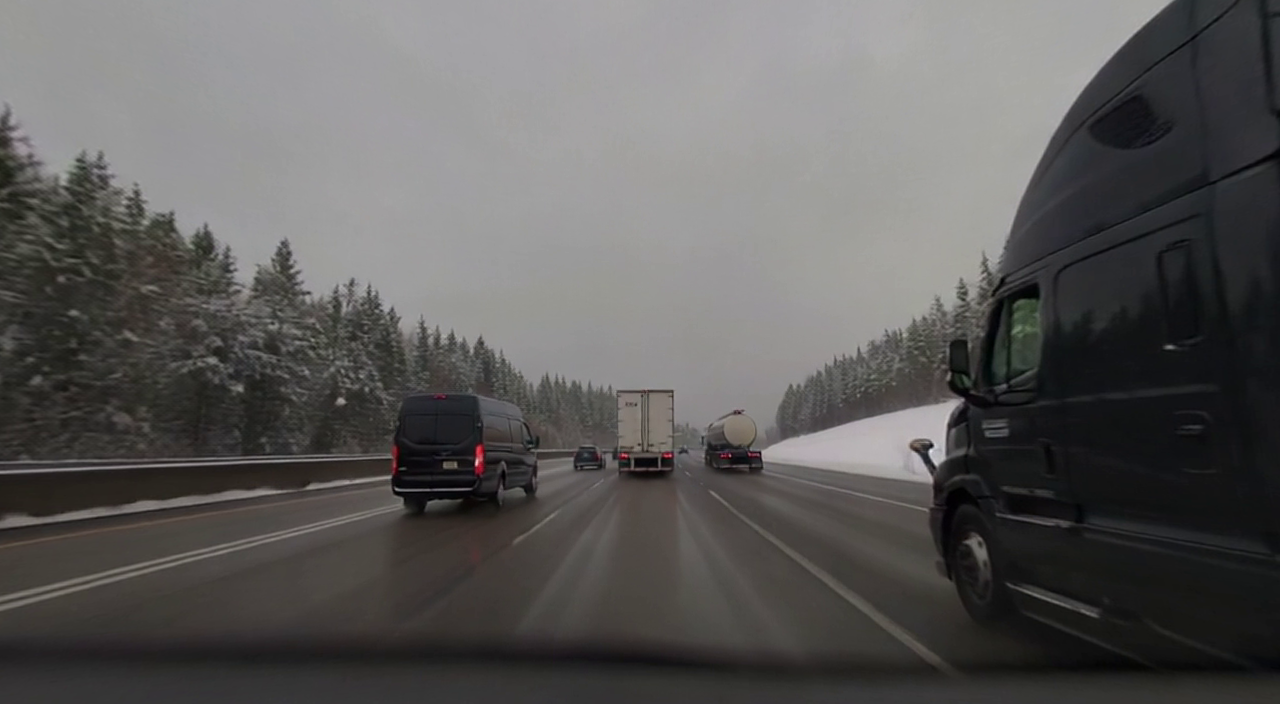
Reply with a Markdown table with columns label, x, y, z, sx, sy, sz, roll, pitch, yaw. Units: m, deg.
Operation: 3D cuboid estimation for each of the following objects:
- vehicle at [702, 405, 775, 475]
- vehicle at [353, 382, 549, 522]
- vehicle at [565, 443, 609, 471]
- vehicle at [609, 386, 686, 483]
| label | x | y | z | sx | sy | sz | roll | pitch | yaw |
| --- | --- | --- | --- | --- | --- | --- | --- | --- | --- |
| vehicle | 5.479 | 5.229 | 37.298 | 2.706 | 3.500 | 11.483 | 0 | -8 | 1 |
| vehicle | -3.952 | 2.297 | 14.870 | 2.525 | 2.572 | 6.260 | 0 | -8 | 1 |
| vehicle | -3.202 | 6.475 | 39.142 | 2.134 | 1.652 | 4.439 | 0 | -8 | 3 |
| vehicle | 0.135 | 3.667 | 27.210 | 2.773 | 3.455 | 9.118 | 0 | -9 | -2 |
